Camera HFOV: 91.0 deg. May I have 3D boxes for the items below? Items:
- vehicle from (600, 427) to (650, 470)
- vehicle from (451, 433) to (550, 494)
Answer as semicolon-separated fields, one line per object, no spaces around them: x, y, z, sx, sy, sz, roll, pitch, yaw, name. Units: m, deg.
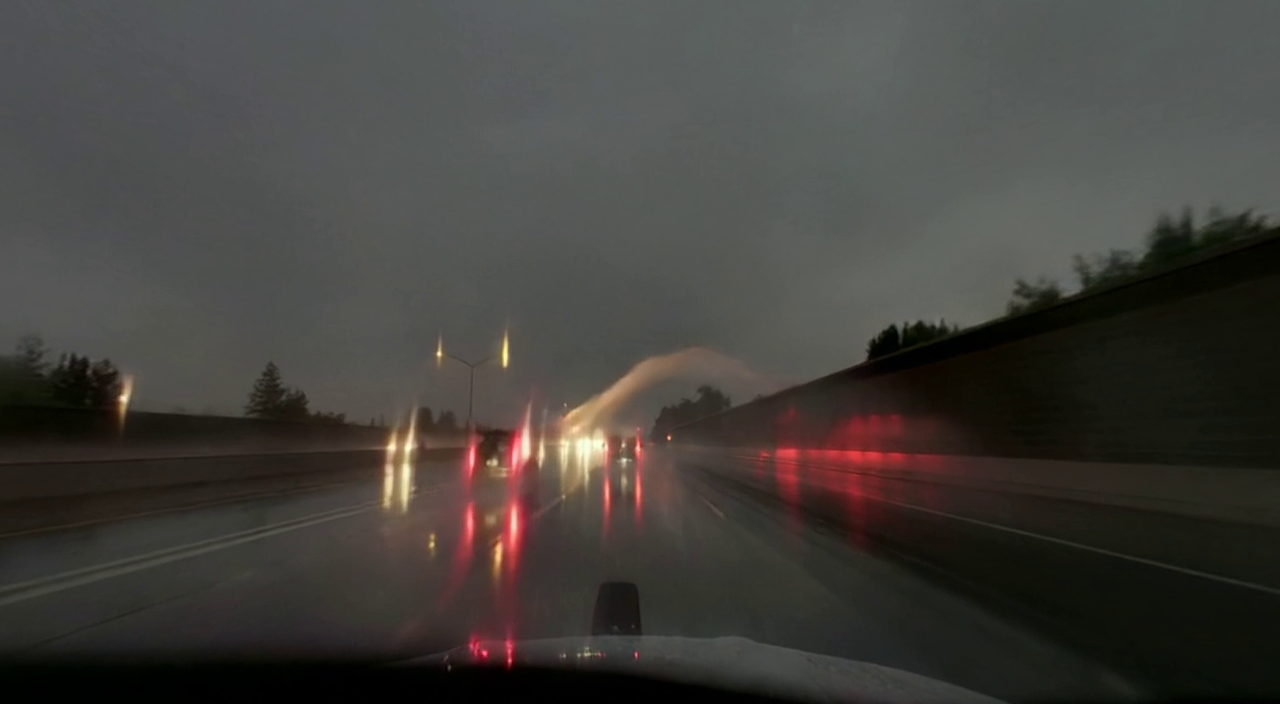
-0.780;4.879;31.964;2.382;1.973;4.439;0;-8;-2;vehicle
-4.026;3.278;18.979;2.039;1.602;4.317;0;-8;0;vehicle
